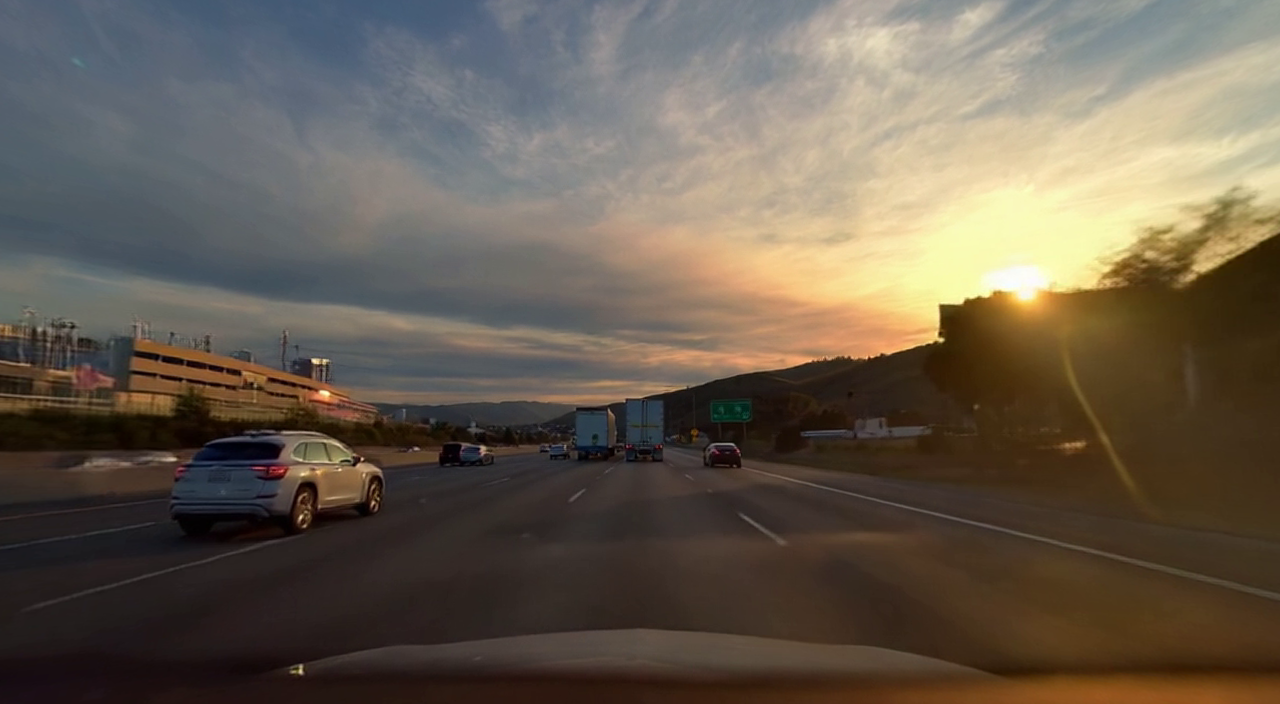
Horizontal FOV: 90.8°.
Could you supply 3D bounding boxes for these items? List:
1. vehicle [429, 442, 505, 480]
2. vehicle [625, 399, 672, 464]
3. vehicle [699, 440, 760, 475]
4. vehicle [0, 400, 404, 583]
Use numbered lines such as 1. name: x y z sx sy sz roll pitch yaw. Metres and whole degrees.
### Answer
1. vehicle: -7.272 4.606 27.003 1.891 1.460 4.506 0 -9 1
2. vehicle: 0.498 5.828 45.374 2.969 4.104 10.906 0 -9 0
3. vehicle: 3.898 4.668 28.112 2.006 1.452 4.246 0 -9 -1
4. vehicle: -5.142 1.686 8.389 2.122 1.754 4.379 0 -9 3
